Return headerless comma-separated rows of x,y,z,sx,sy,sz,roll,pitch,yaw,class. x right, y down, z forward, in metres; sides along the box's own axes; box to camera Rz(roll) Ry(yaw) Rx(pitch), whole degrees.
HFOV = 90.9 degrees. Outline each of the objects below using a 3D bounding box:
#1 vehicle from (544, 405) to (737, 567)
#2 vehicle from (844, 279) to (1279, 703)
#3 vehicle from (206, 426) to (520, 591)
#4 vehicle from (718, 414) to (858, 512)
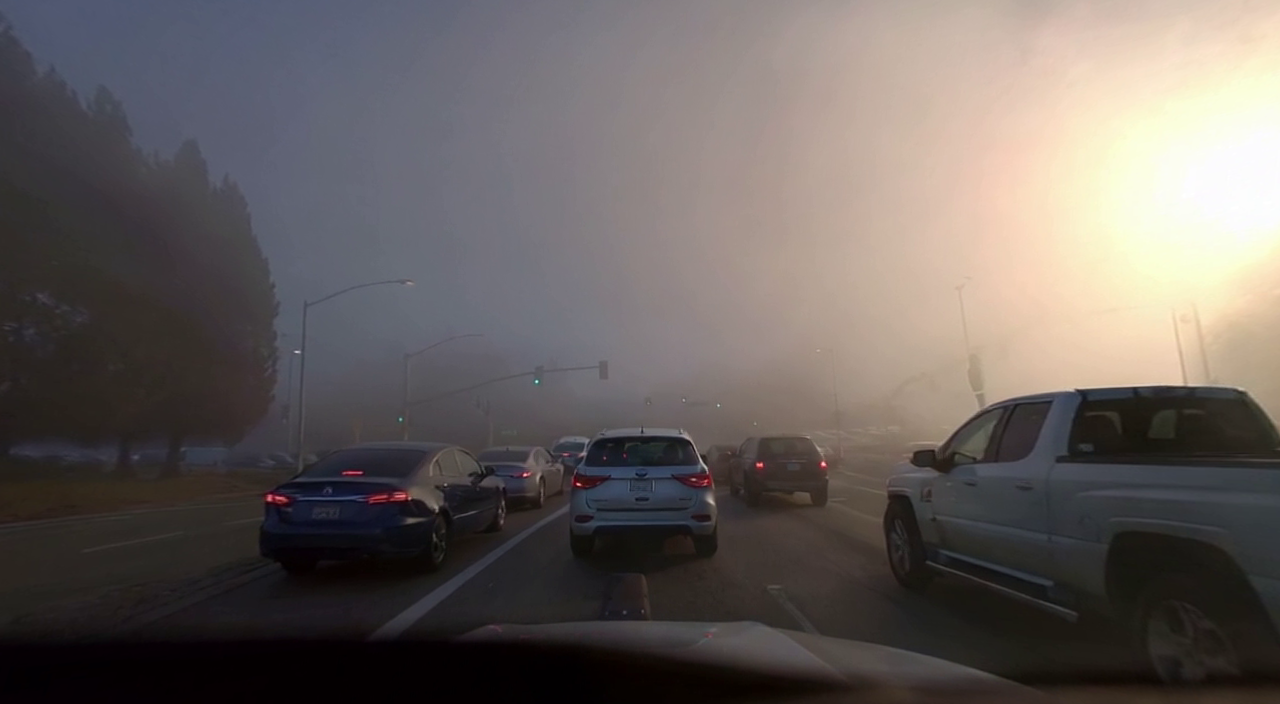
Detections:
0.050,1.768,8.973,2.113,1.768,3.901,0,-8,1,vehicle
3.355,0.939,3.817,2.317,1.857,5.940,0,-8,1,vehicle
-2.955,1.759,7.989,2.023,1.494,4.259,0,-8,0,vehicle
3.542,2.815,16.504,2.408,2.100,5.668,0,-8,1,vehicle
